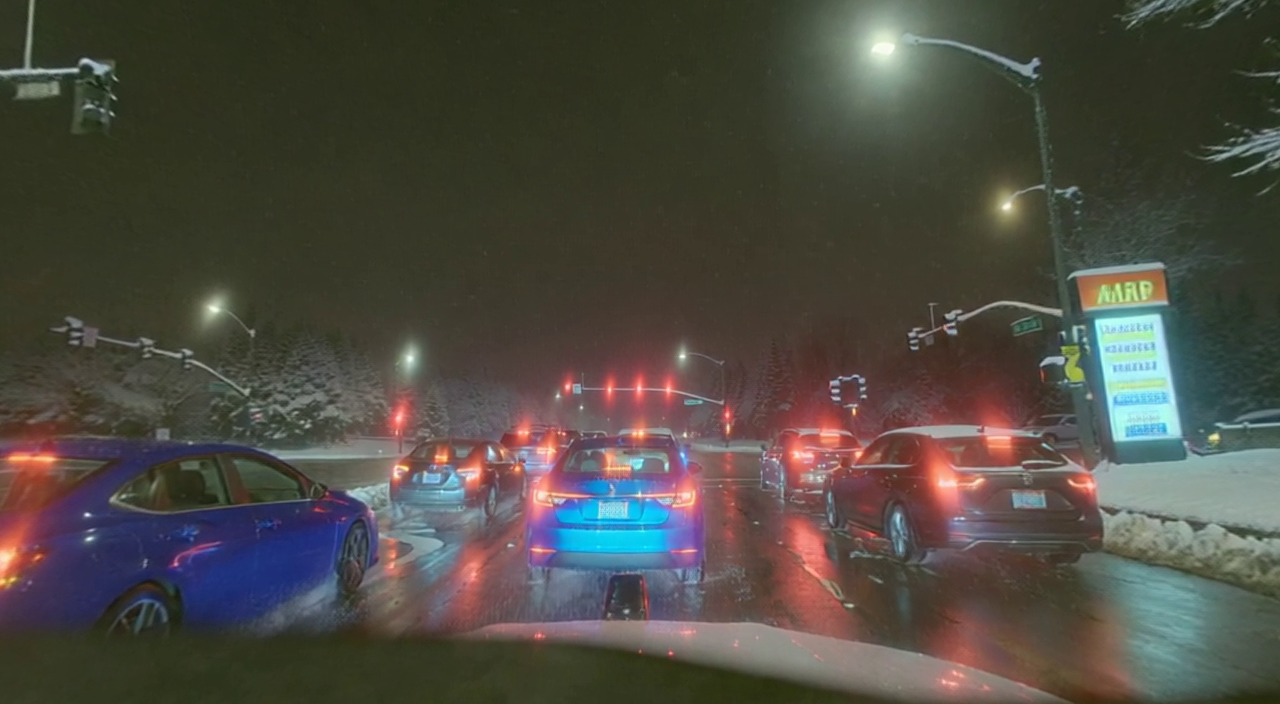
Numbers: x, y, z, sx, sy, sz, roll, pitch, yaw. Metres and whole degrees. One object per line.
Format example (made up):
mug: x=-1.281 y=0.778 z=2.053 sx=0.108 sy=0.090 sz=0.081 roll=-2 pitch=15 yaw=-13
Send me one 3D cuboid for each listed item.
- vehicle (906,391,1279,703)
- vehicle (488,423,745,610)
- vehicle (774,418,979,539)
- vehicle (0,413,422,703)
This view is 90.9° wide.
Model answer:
vehicle: x=3.407 y=1.067 z=3.493 sx=1.981 sy=1.499 sz=4.536 roll=-1 pitch=-8 yaw=2
vehicle: x=-0.175 y=1.618 z=7.120 sx=2.059 sy=1.477 sz=3.988 roll=0 pitch=-8 yaw=0
vehicle: x=3.775 y=2.098 z=11.024 sx=2.007 sy=1.683 sz=4.171 roll=0 pitch=-8 yaw=1
vehicle: x=-3.410 y=1.298 z=4.718 sx=1.980 sy=1.454 sz=4.226 roll=0 pitch=-8 yaw=1
